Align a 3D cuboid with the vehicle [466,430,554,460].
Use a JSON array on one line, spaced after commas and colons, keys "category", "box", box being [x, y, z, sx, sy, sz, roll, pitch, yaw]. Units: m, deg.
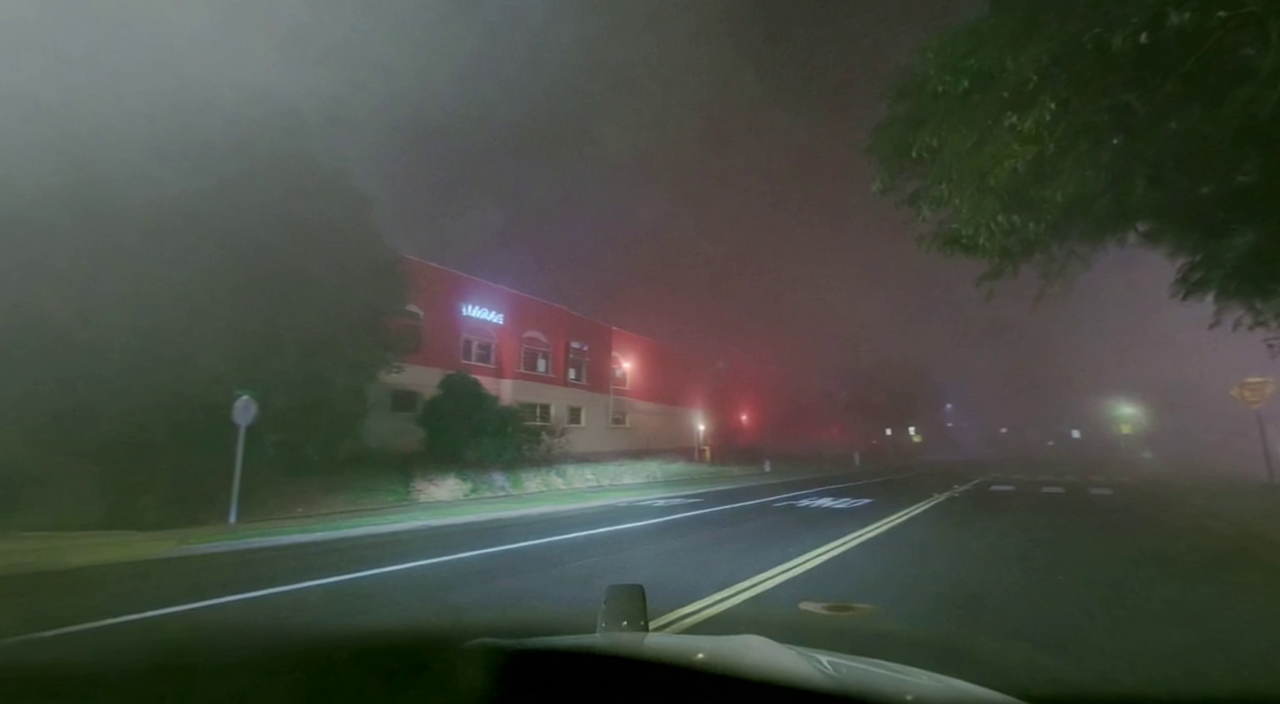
[{"category": "vehicle", "box": [-7.939, 5.629, 38.299, 5.035, 1.666, 2.449, -6, -9, 36]}]
